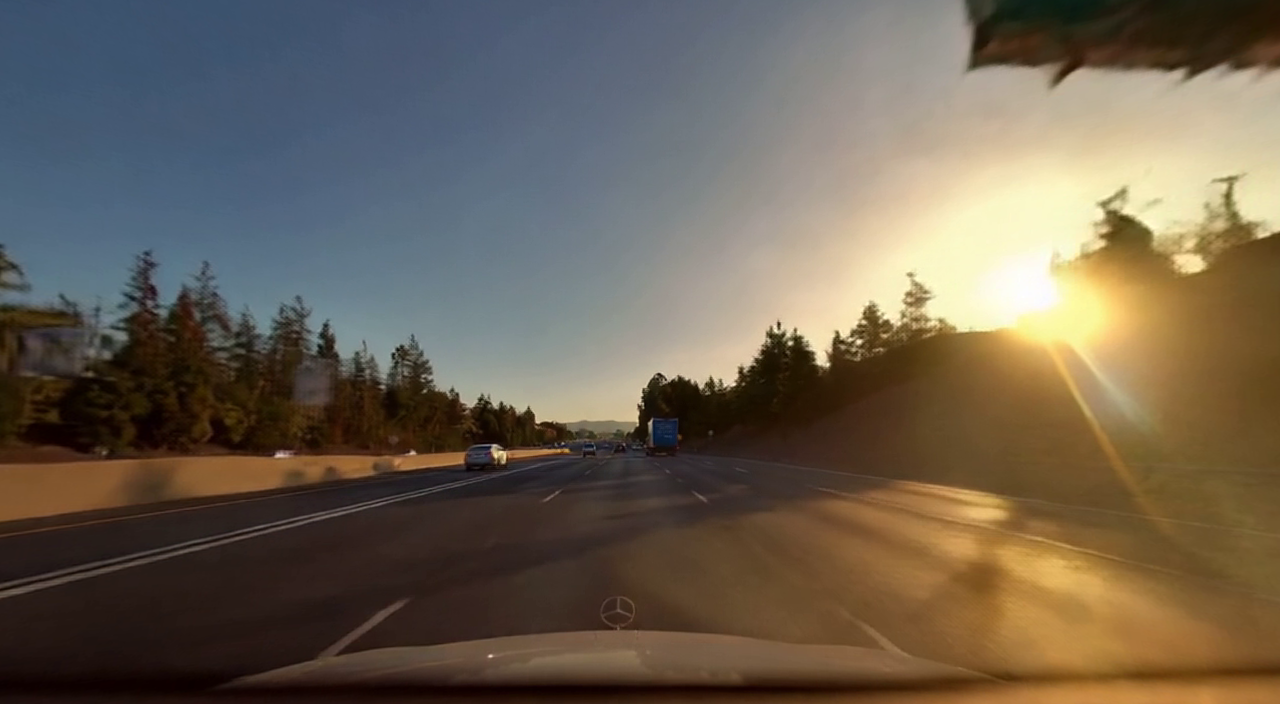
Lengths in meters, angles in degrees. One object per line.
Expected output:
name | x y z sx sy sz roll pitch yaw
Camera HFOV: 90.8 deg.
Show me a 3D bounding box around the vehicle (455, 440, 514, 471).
vehicle | -8.157 5.483 33.575 2.033 1.494 4.508 0 -9 0
